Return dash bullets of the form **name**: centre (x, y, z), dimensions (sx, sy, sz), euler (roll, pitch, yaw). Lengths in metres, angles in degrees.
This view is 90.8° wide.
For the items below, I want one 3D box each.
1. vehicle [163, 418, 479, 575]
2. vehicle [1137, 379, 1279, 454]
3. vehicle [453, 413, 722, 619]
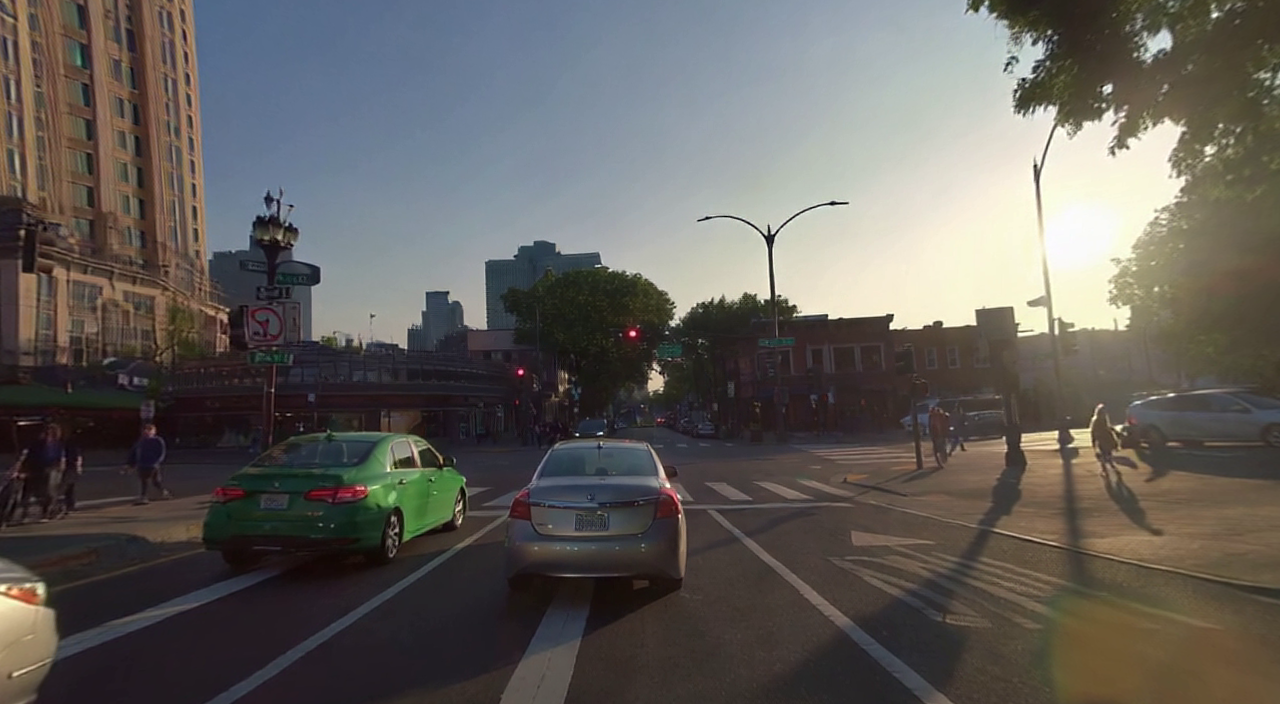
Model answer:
- **vehicle**: centre (-3.694, 1.742, 8.415), dimensions (1.934, 1.522, 4.287), euler (0, -9, 0)
- **vehicle**: centre (21.627, 2.388, 22.769), dimensions (5.863, 2.493, 2.354), euler (1, -9, -11)
- **vehicle**: centre (-0.411, 1.518, 6.737), dimensions (1.999, 1.520, 3.896), euler (0, -8, -1)
